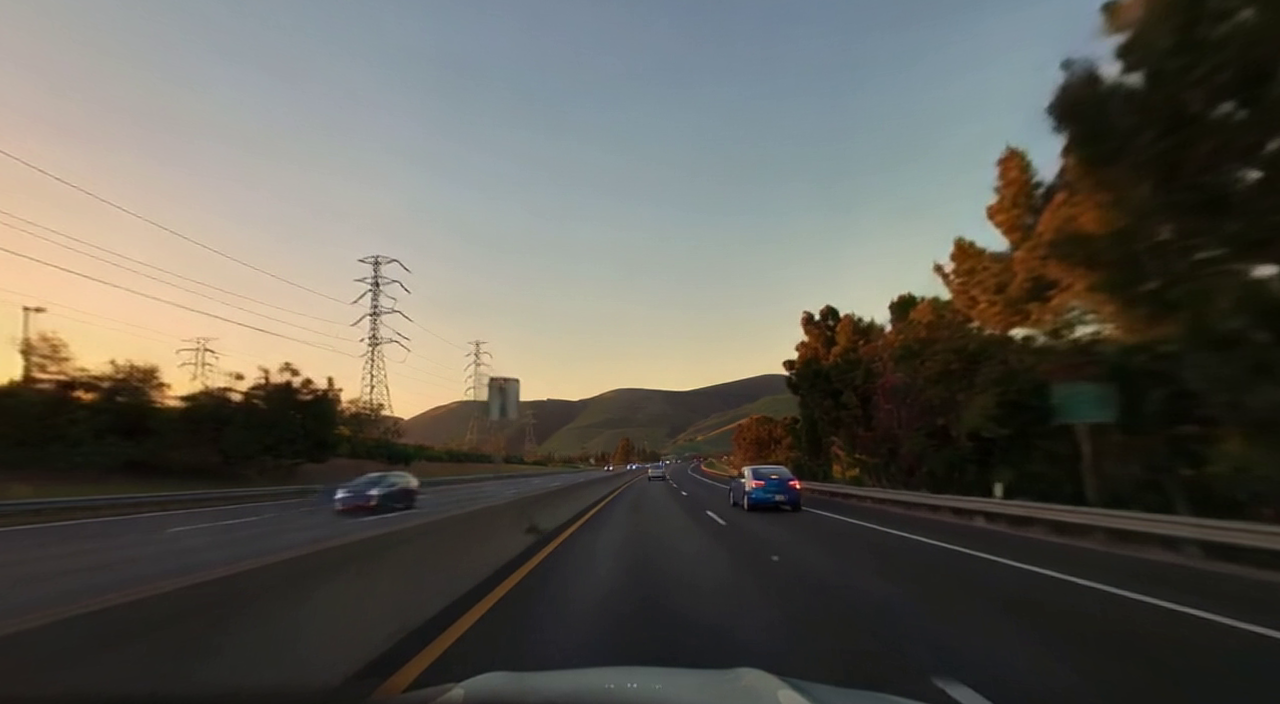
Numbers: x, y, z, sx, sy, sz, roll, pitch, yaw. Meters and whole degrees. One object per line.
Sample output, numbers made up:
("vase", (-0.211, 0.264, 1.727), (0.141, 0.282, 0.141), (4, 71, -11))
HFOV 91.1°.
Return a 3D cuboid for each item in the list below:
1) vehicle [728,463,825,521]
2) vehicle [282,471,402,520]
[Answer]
("vehicle", (3.936, 4.123, 18.858), (1.985, 1.521, 3.904), (1, -10, -1))
("vehicle", (-10.395, 5.029, 22.363), (1.994, 1.464, 4.511), (1, -10, 1))
